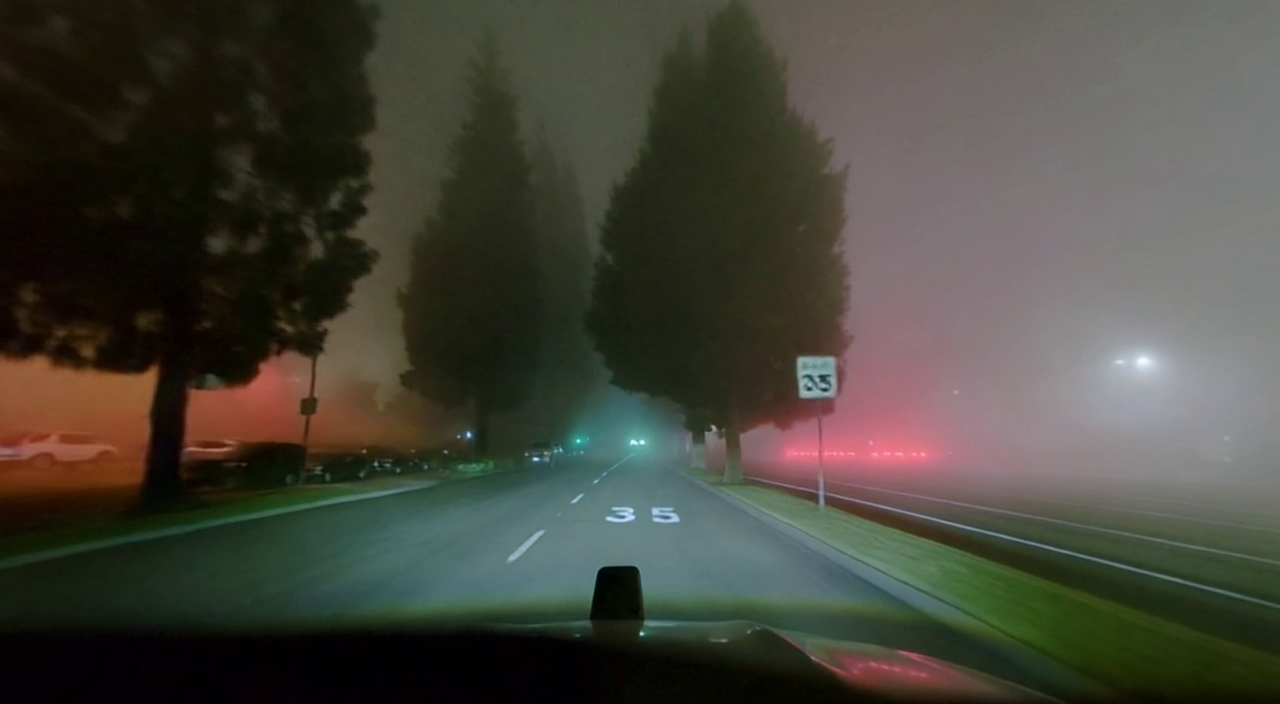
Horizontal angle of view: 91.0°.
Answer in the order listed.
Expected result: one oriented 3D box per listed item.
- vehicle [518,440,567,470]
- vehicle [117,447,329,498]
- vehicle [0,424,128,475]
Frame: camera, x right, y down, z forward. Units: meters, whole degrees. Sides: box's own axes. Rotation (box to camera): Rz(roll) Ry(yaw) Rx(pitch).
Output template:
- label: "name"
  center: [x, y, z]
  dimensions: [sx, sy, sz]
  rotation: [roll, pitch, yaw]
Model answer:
- label: "vehicle"
  center: [-6.562, 6.973, 43.087]
  dimensions: [2.350, 1.892, 5.542]
  rotation: [1, -8, 1]
- label: "vehicle"
  center: [-13.138, 3.803, 20.103]
  dimensions: [5.300, 1.432, 1.951]
  rotation: [1, -9, -1]
- label: "vehicle"
  center: [-26.202, 4.203, 27.357]
  dimensions: [5.603, 2.043, 2.554]
  rotation: [1, -9, 1]
